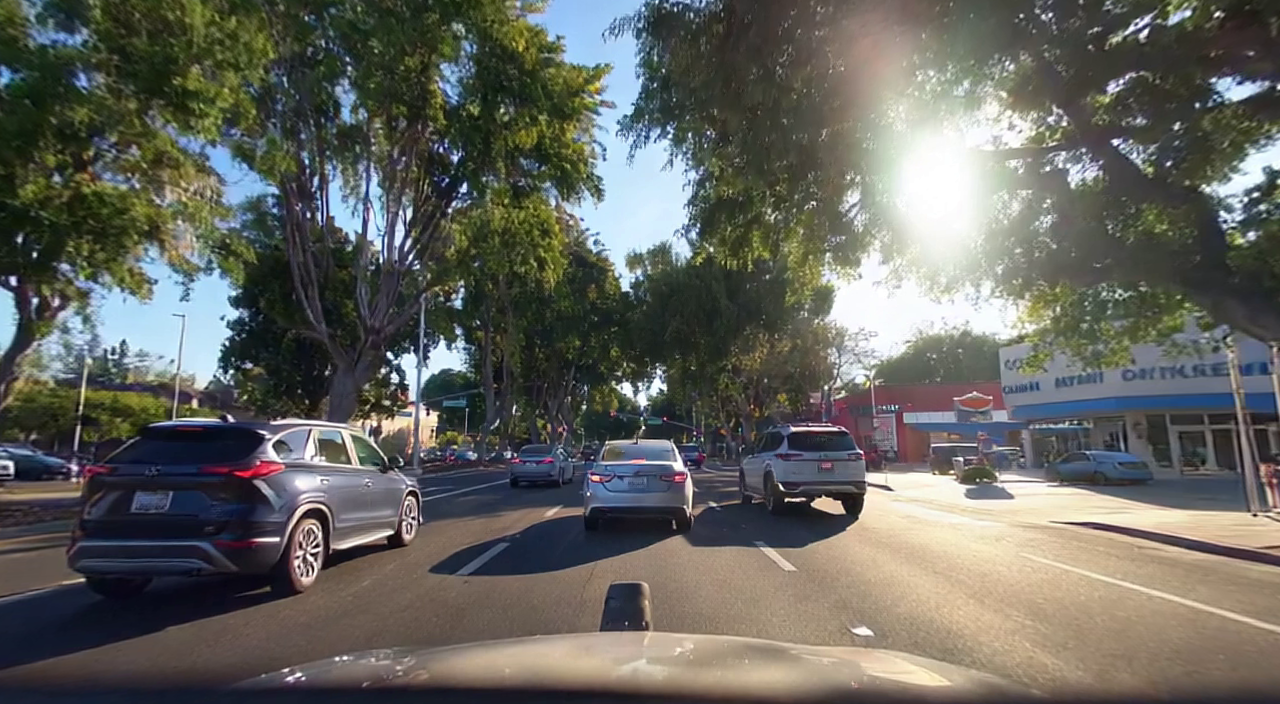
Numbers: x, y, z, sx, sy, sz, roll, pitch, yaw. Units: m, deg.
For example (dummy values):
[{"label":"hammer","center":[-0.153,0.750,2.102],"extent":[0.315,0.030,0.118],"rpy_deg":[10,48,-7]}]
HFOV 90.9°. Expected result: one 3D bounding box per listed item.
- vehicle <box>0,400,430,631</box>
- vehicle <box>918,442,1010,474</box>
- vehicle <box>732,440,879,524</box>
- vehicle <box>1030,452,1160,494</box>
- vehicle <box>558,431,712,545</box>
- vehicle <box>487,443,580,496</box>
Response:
[{"label":"vehicle","center":[-3.962,1.496,6.711],"extent":[1.983,1.685,3.997],"rpy_deg":[0,-8,1]},{"label":"vehicle","center":[17.989,5.858,35.161],"extent":[1.907,1.669,4.147],"rpy_deg":[5,-9,-28]},{"label":"vehicle","center":[3.252,2.633,13.367],"extent":[1.979,1.485,4.207],"rpy_deg":[0,-8,0]},{"label":"vehicle","center":[17.416,4.621,24.473],"extent":[1.860,1.408,4.631],"rpy_deg":[-1,-8,4]},{"label":"vehicle","center":[-0.073,2.179,10.764],"extent":[2.121,1.563,4.031],"rpy_deg":[0,-8,0]},{"label":"vehicle","center":[-3.245,3.666,20.159],"extent":[2.126,1.490,4.265],"rpy_deg":[0,-8,2]}]
